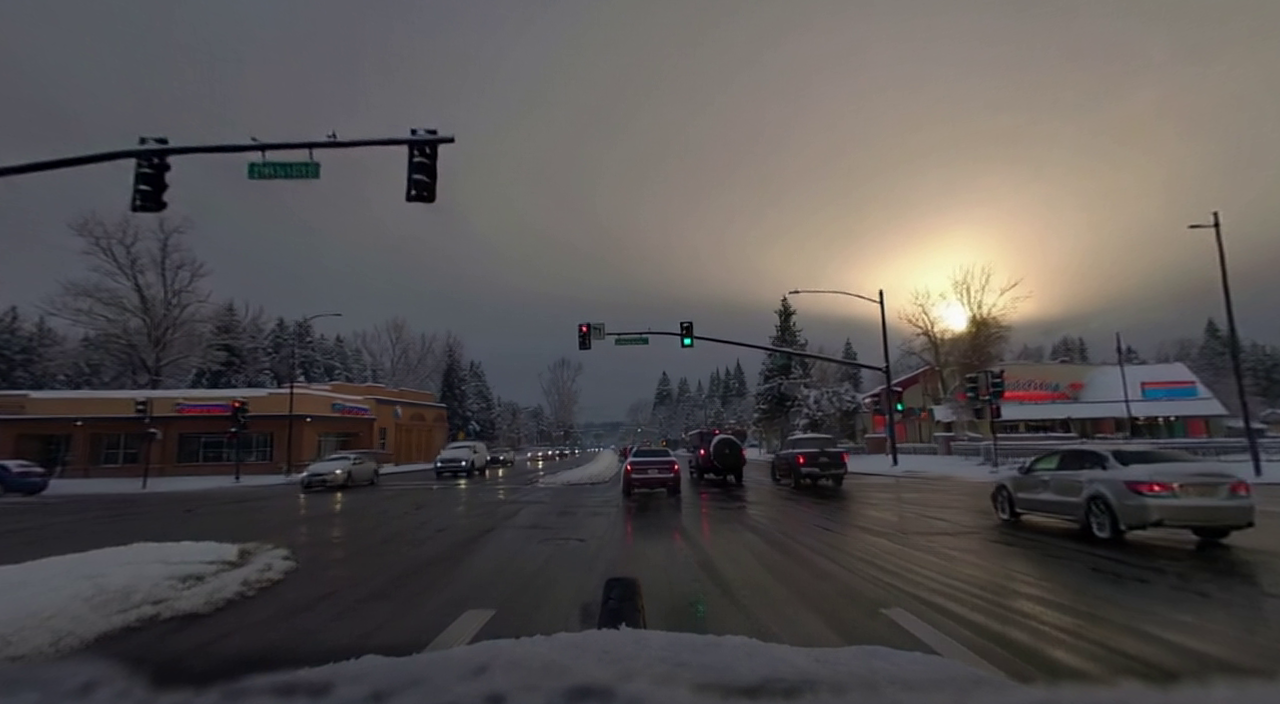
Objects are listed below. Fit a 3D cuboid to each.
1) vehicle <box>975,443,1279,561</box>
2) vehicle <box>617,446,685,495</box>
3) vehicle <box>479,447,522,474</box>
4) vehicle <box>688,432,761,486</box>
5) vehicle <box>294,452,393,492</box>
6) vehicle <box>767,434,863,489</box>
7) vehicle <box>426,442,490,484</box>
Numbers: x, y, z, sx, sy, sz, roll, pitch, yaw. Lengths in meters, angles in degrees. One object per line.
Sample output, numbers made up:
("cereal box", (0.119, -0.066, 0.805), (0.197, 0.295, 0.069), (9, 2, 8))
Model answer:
("vehicle", (7.756, 2.264, 10.435), (1.905, 1.498, 4.463), (0, -8, -1))
("vehicle", (0.276, 3.838, 20.807), (2.038, 1.447, 3.756), (0, -8, -2))
("vehicle", (-8.949, 6.954, 40.763), (1.827, 1.602, 4.115), (0, -8, -1))
("vehicle", (3.559, 4.644, 27.756), (2.358, 2.116, 5.328), (0, -8, -2))
("vehicle", (-12.580, 5.093, 27.199), (1.969, 1.486, 4.773), (0, -8, 0))
("vehicle", (7.022, 4.453, 26.061), (2.323, 2.009, 5.266), (0, -8, -2))
("vehicle", (-8.385, 5.135, 29.465), (1.904, 1.789, 4.021), (0, -8, -2))
